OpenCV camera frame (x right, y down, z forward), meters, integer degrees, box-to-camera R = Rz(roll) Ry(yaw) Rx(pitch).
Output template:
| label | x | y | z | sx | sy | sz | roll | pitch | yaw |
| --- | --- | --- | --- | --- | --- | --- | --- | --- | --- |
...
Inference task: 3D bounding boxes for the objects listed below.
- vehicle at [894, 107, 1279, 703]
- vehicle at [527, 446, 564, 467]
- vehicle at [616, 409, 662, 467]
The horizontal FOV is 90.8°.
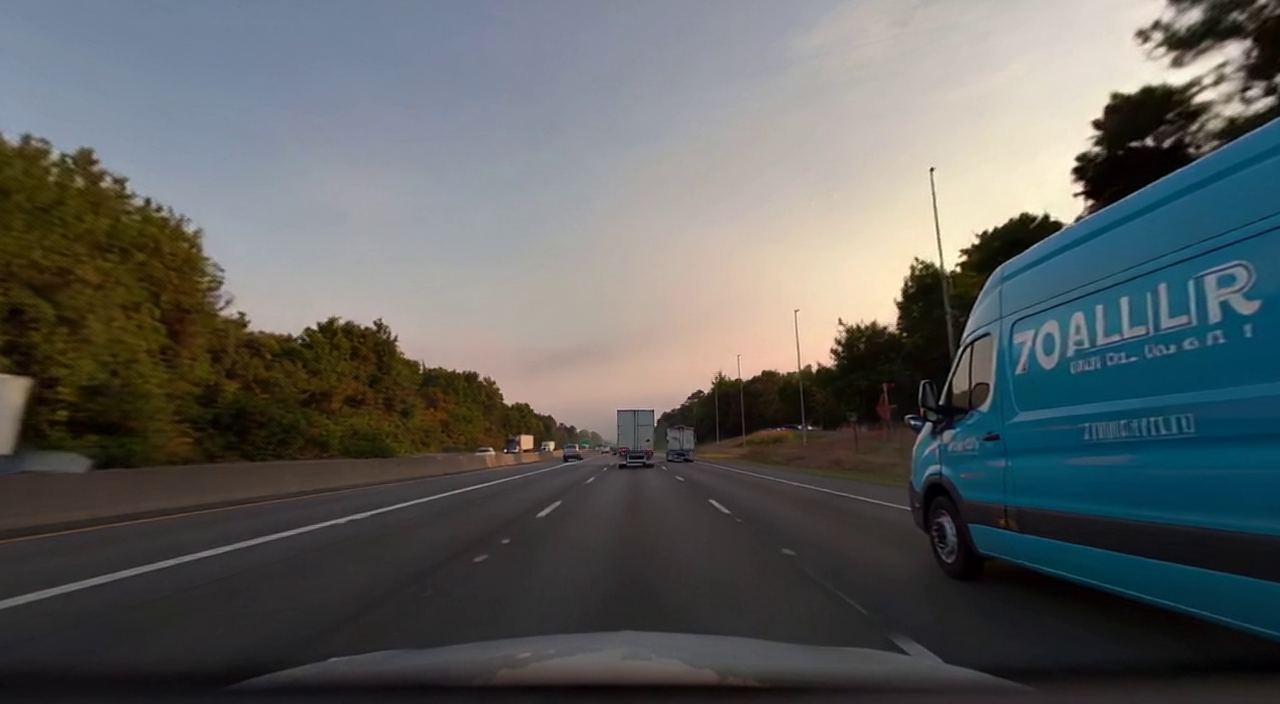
| label | x | y | z | sx | sy | sz | roll | pitch | yaw |
| --- | --- | --- | --- | --- | --- | --- | --- | --- | --- |
| vehicle | 3.780 | 0.443 | 3.178 | 2.338 | 2.690 | 6.025 | 0 | -9 | -1 |
| vehicle | -7.055 | 7.875 | 47.619 | 2.069 | 1.495 | 4.698 | 0 | -9 | 0 |
| vehicle | -0.115 | 6.873 | 49.899 | 3.201 | 4.019 | 10.918 | 0 | -9 | 0 |
